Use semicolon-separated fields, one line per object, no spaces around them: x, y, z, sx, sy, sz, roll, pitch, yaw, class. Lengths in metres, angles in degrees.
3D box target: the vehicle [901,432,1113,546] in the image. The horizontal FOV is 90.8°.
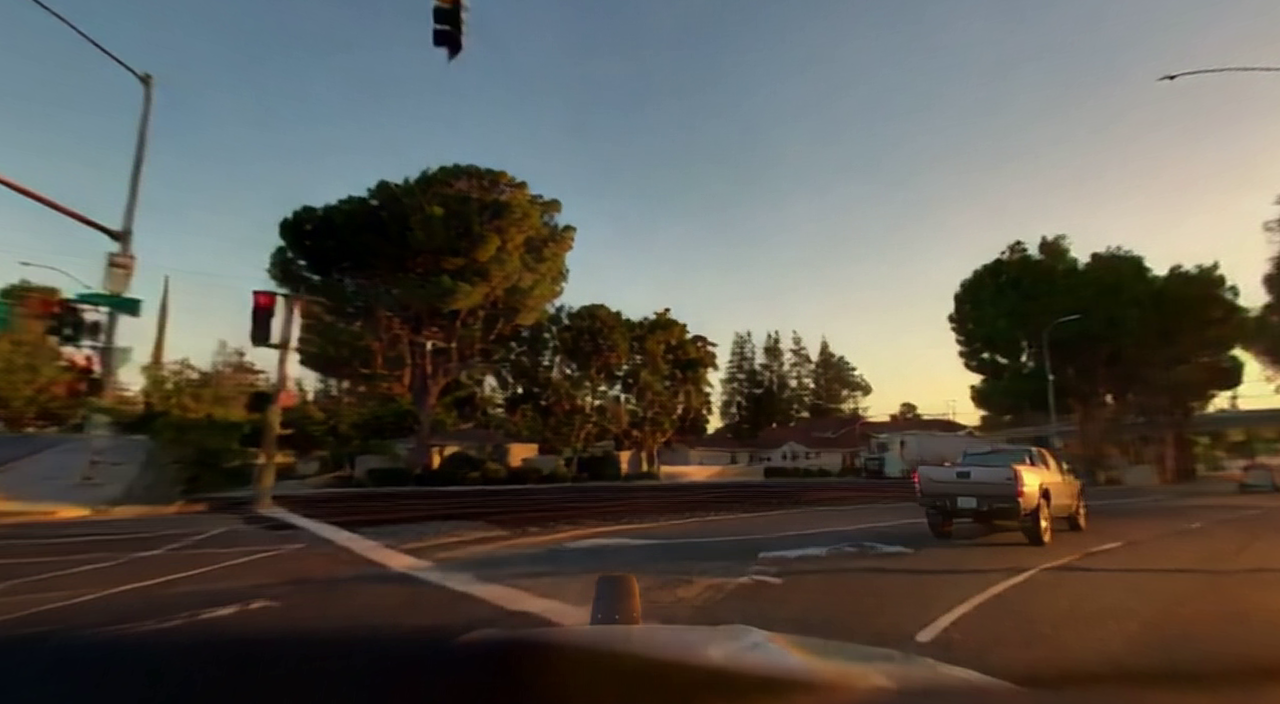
8.002;2.760;13.533;5.251;1.926;2.404;8;-12;-43;vehicle
